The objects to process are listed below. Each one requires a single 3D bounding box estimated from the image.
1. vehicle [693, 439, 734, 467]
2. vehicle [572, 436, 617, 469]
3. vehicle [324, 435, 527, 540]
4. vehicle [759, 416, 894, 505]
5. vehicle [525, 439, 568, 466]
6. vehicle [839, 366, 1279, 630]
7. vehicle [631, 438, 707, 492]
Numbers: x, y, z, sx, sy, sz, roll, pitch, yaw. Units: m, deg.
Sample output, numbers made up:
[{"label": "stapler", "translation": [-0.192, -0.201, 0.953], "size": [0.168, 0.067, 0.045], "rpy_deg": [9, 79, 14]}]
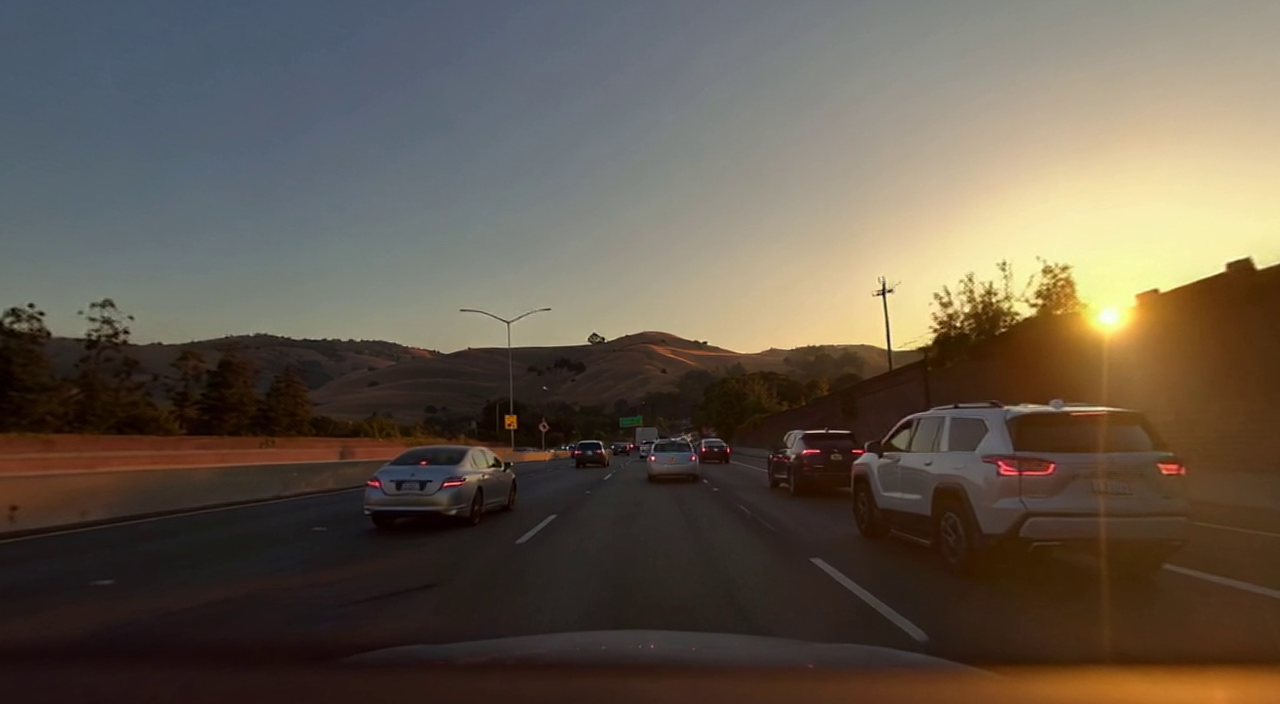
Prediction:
[{"label": "vehicle", "translation": [4.135, 5.747, 36.137], "size": [1.855, 1.513, 3.915], "rpy_deg": [0, -8, -1]}, {"label": "vehicle", "translation": [-2.625, 5.946, 37.594], "size": [2.154, 1.793, 4.736], "rpy_deg": [0, -8, 3]}, {"label": "vehicle", "translation": [-3.432, 2.227, 11.133], "size": [1.961, 1.456, 4.362], "rpy_deg": [0, -8, 1]}, {"label": "vehicle", "translation": [4.372, 2.623, 15.665], "size": [1.970, 1.872, 4.575], "rpy_deg": [0, -8, 0]}, {"label": "vehicle", "translation": [-6.470, 6.966, 44.099], "size": [2.055, 1.751, 4.825], "rpy_deg": [0, -8, 2]}, {"label": "vehicle", "translation": [3.761, 1.320, 6.628], "size": [1.930, 1.831, 4.344], "rpy_deg": [0, -8, 1]}, {"label": "vehicle", "translation": [0.782, 3.418, 19.454], "size": [2.105, 1.471, 3.978], "rpy_deg": [0, -8, 0]}]
